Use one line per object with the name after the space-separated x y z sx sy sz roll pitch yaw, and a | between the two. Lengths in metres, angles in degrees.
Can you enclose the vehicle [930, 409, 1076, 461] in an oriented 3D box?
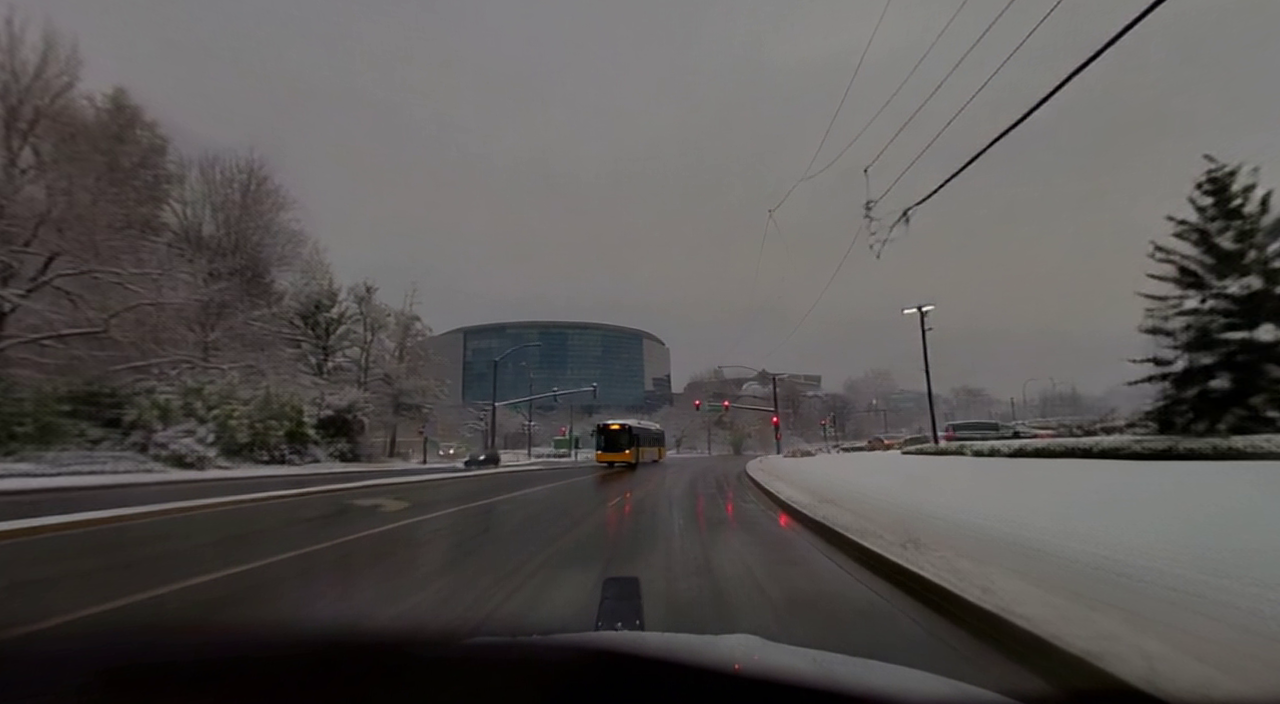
15.110 3.533 26.512 4.647 1.951 2.304 -3 -9 8 | vehicle
